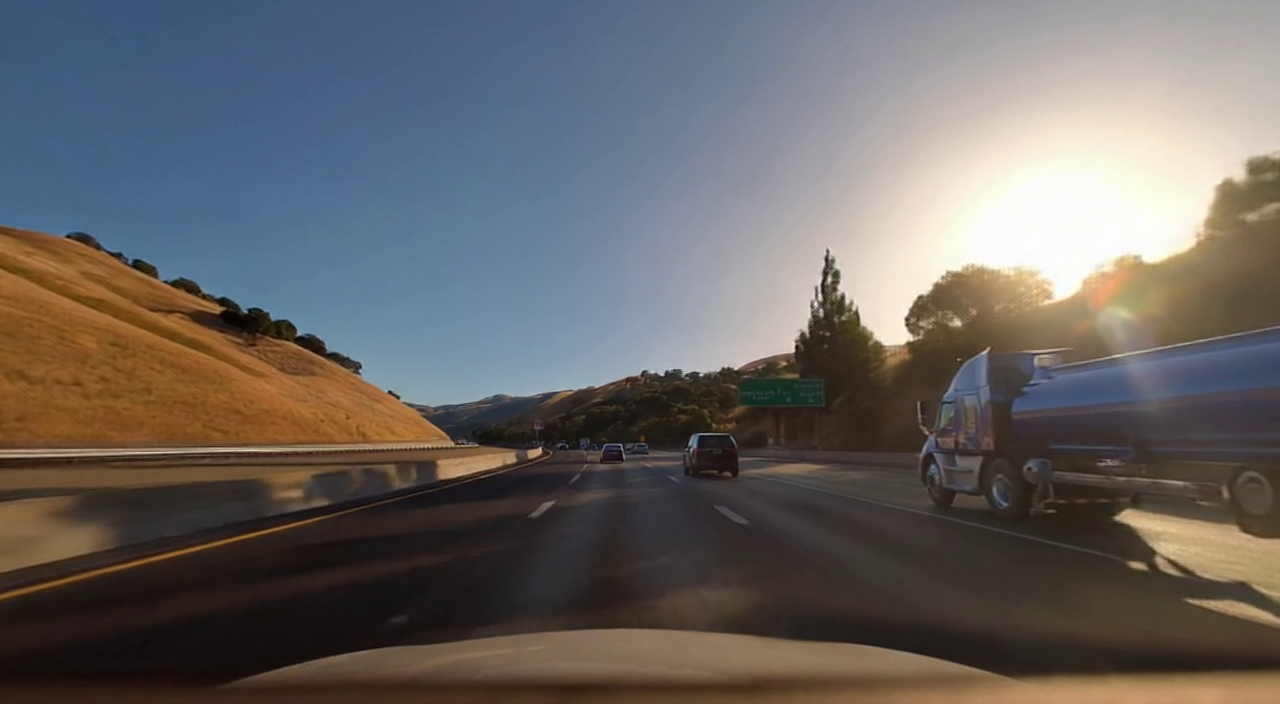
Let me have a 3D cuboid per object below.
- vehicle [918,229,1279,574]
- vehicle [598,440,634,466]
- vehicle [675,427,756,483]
[{"bbox_3d":[7.402,0.821,8.365,2.805,3.212,9.978,0,-8,-1],"label":"vehicle"},{"bbox_3d":[-1.486,6.051,37.908,2.083,1.477,3.965,0,-8,-4],"label":"vehicle"},{"bbox_3d":[2.576,3.668,22.730,2.098,1.794,4.561,0,-8,-3],"label":"vehicle"}]
